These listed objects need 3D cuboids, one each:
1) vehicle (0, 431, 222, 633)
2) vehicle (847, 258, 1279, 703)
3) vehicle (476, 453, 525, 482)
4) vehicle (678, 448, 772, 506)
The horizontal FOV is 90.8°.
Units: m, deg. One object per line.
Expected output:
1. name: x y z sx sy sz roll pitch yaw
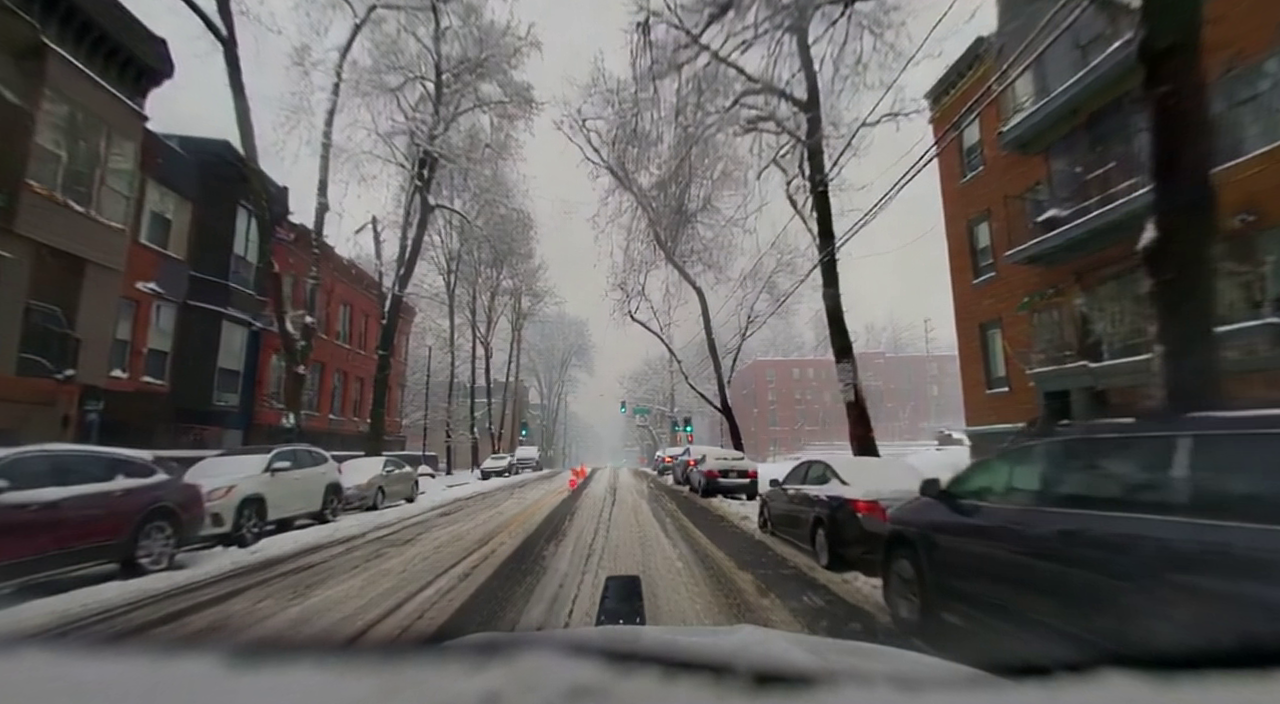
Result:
1. vehicle: -6.460 1.635 6.058 1.971 1.697 4.450 1 -9 -3
2. vehicle: 3.144 1.007 3.797 1.994 1.857 4.393 2 -14 -4
3. vehicle: -7.543 6.278 34.579 1.968 1.450 4.271 1 -9 -3
4. vehicle: 2.435 3.726 19.375 2.010 1.499 4.754 1 -9 -3
